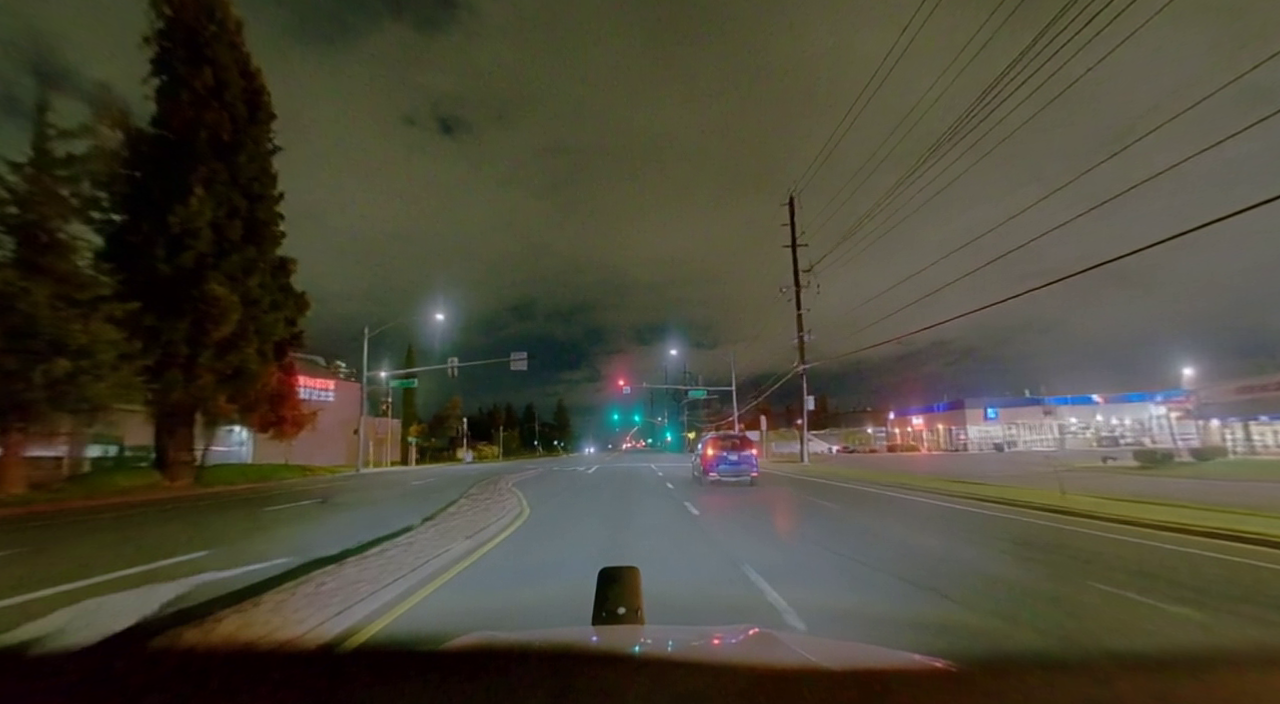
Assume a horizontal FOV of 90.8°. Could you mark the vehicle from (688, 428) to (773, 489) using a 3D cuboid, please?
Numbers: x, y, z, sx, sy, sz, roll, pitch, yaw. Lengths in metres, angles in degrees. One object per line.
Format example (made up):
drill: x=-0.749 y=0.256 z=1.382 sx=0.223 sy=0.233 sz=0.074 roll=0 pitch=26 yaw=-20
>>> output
vehicle: x=2.876 y=3.534 z=21.228 sx=2.060 sy=1.820 sz=4.713 roll=0 pitch=-9 yaw=-2
